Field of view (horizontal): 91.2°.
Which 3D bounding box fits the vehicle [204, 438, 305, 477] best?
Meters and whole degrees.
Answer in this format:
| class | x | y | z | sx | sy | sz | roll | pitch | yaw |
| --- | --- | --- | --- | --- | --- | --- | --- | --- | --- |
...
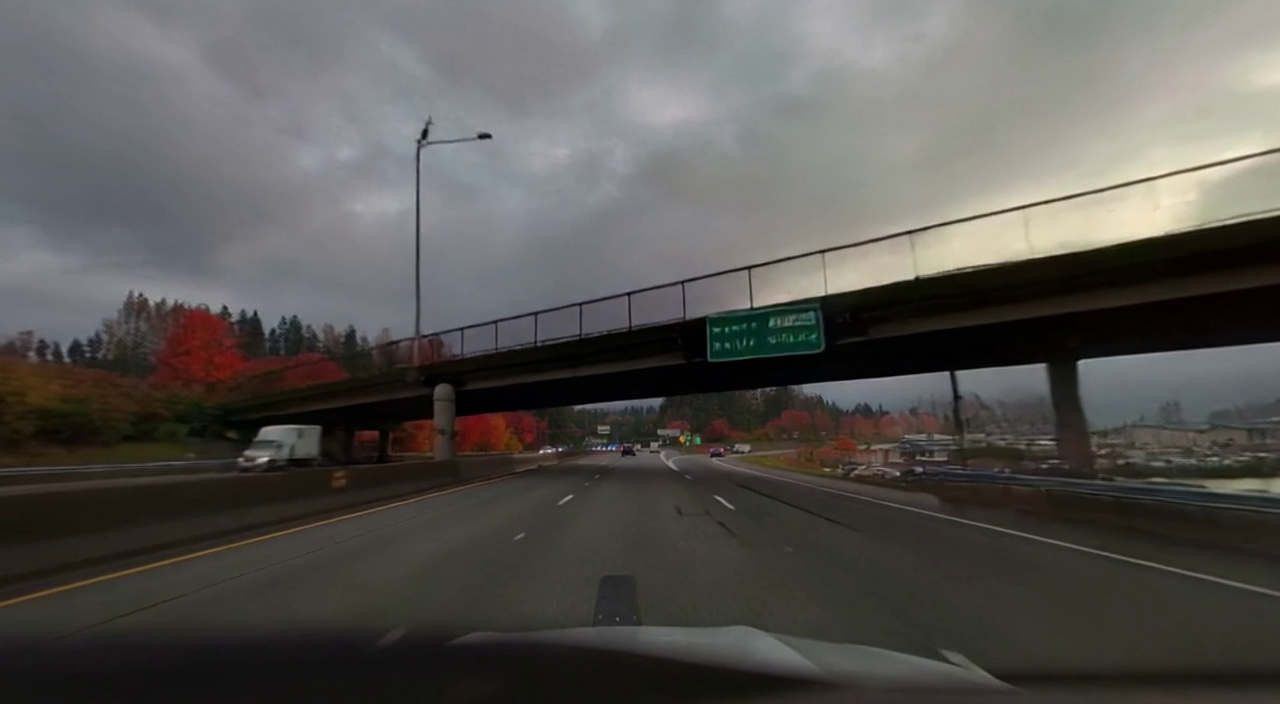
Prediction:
| class | x | y | z | sx | sy | sz | roll | pitch | yaw |
| --- | --- | --- | --- | --- | --- | --- | --- | --- | --- |
| vehicle | -21.905 | 6.004 | 35.931 | 2.136 | 2.060 | 5.390 | -1 | -9 | 3 |
